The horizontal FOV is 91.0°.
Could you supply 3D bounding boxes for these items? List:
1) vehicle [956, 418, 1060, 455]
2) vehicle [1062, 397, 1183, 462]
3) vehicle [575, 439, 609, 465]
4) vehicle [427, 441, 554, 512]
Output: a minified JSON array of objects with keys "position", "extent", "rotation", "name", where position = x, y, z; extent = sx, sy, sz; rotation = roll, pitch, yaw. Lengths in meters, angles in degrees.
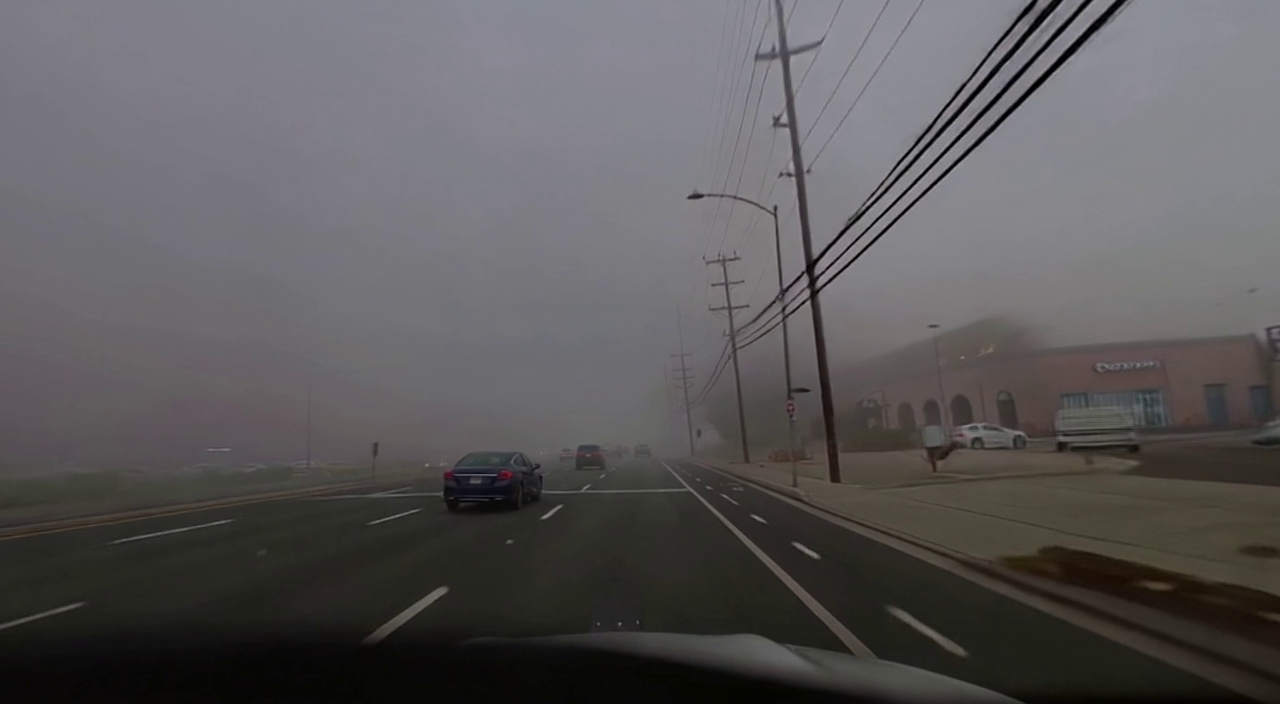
[{"position":[16.552,3.828,28.298],"extent":[4.497,1.548,1.997],"rotation":[5,-10,-30],"name":"vehicle"},{"position":[16.485,2.607,21.452],"extent":[4.319,1.812,2.020],"rotation":[1,-10,-39],"name":"vehicle"},{"position":[-3.421,7.231,45.499],"extent":[2.087,1.736,4.311],"rotation":[0,-9,0],"name":"vehicle"},{"position":[-3.446,2.969,15.493],"extent":[1.942,1.469,4.426],"rotation":[0,-9,2],"name":"vehicle"}]
